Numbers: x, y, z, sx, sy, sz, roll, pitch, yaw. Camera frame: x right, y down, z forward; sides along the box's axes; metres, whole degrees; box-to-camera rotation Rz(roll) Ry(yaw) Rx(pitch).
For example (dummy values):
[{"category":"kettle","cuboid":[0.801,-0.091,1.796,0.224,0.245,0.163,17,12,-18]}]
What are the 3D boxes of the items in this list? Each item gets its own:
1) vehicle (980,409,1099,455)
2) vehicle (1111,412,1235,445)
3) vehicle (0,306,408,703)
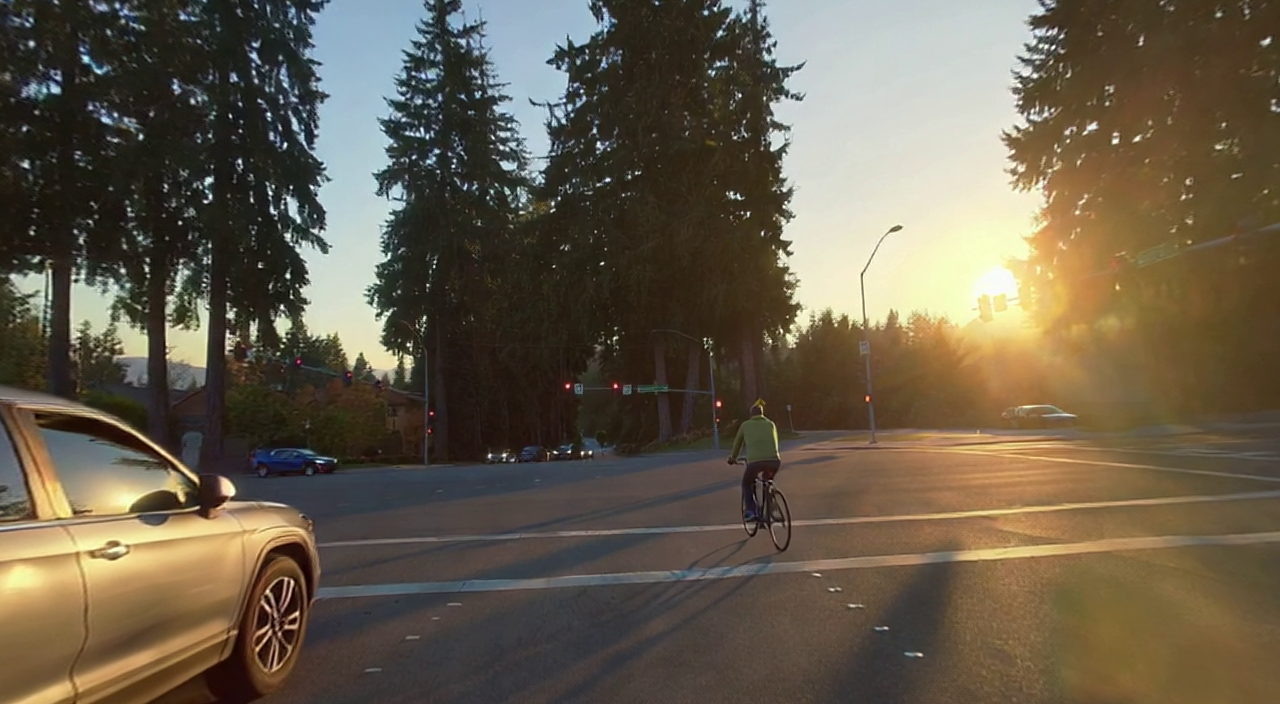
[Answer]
[{"category":"vehicle","cuboid":[18.571,3.751,29.372,4.237,1.948,1.997,0,-9,-9]},{"category":"vehicle","cuboid":[25.744,3.739,30.485,4.716,1.507,1.904,2,-9,-11]},{"category":"vehicle","cuboid":[-2.963,0.887,2.863,2.049,1.756,4.602,0,-8,0]}]
